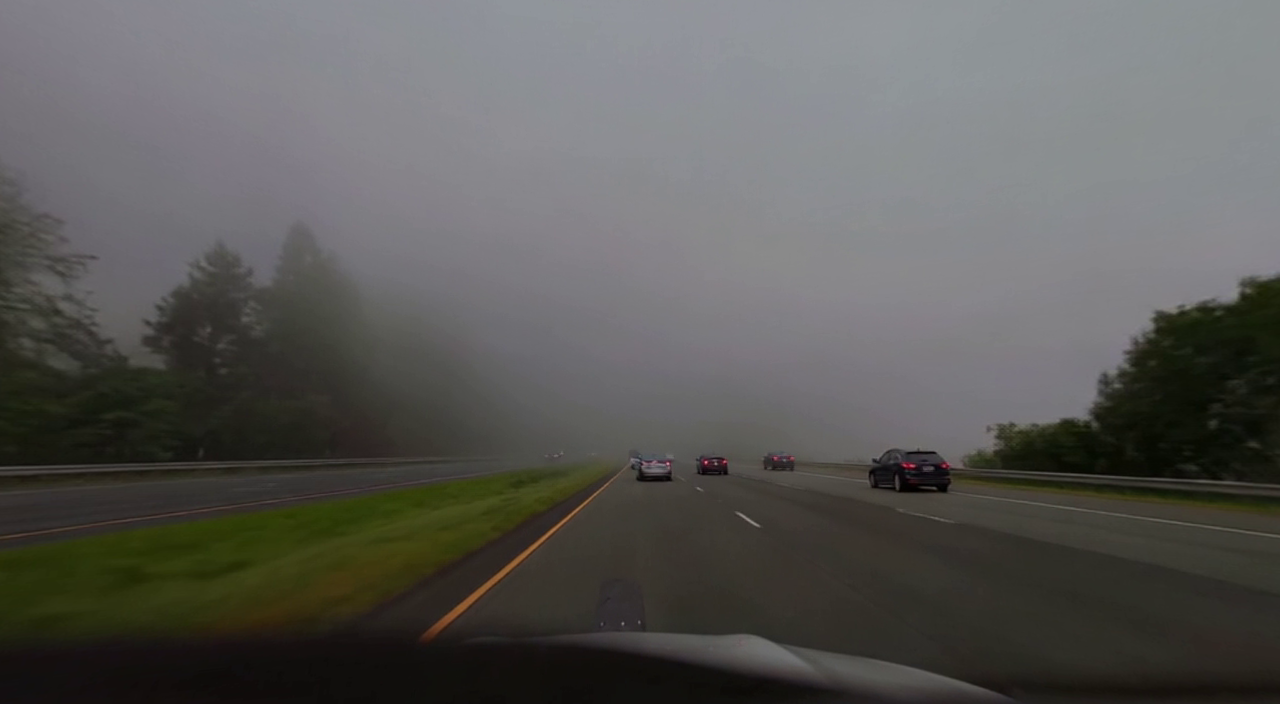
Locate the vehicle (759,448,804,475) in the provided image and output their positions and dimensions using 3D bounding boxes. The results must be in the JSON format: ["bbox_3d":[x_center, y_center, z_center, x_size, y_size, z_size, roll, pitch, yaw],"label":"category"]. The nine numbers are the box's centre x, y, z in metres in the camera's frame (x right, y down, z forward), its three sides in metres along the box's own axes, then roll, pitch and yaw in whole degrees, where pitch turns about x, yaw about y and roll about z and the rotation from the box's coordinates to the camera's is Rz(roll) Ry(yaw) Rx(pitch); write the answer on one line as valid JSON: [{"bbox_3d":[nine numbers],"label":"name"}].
[{"bbox_3d":[8.936,6.903,40.023,1.957,1.594,3.632,0,-9,-1],"label":"vehicle"}]

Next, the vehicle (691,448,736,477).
[{"bbox_3d":[4.162,6.325,36.250,1.981,1.518,4.029,0,-9,-1],"label":"vehicle"}]

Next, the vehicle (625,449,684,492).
[{"bbox_3d":[0.511,4.372,23.587,2.020,1.426,3.702,0,-9,0],"label":"vehicle"}]

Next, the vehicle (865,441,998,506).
[{"bbox_3d":[7.891,3.303,17.509,1.847,1.554,3.752,0,-9,-1],"label":"vehicle"}]
